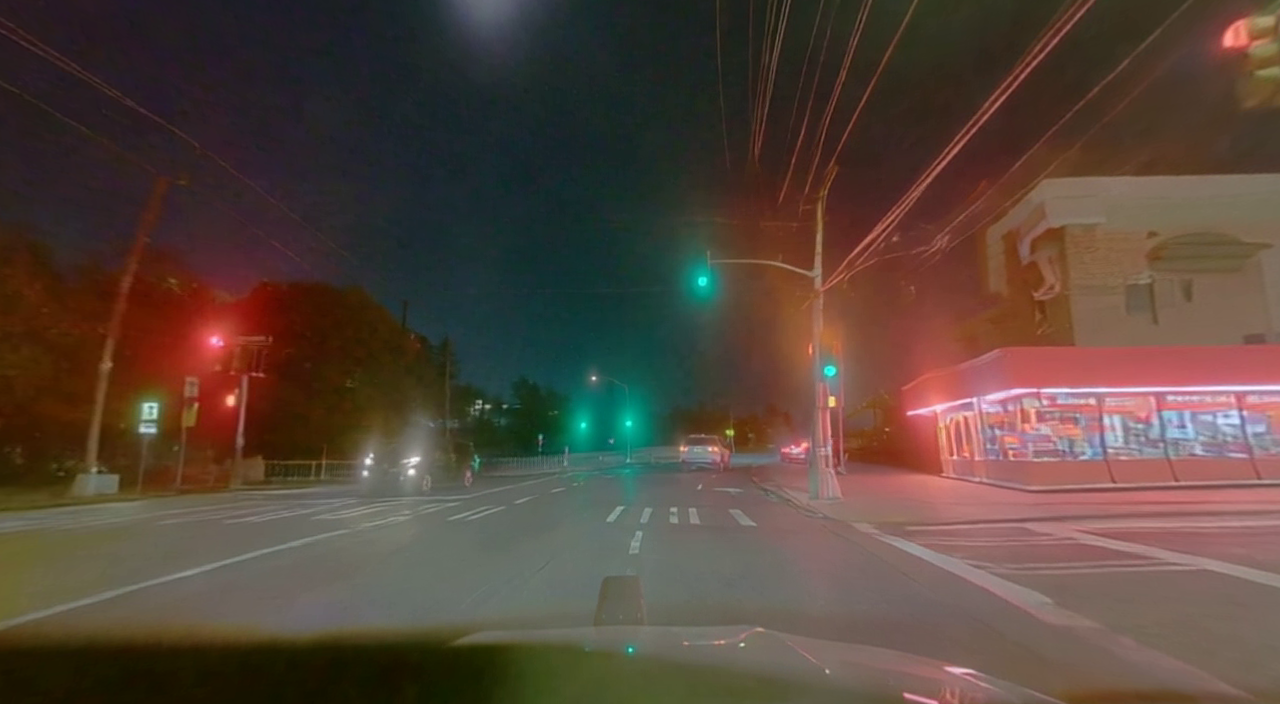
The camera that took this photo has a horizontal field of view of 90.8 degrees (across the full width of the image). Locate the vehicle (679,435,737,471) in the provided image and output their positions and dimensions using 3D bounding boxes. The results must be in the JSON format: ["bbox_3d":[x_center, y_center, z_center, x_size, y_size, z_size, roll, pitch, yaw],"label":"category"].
[{"bbox_3d":[3.626,5.231,32.819,2.101,1.721,4.364,-3,-9,18],"label":"vehicle"}]

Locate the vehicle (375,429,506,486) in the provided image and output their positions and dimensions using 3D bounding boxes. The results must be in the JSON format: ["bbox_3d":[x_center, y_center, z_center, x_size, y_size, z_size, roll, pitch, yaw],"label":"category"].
[{"bbox_3d":[-6.480,3.486,21.161,2.017,1.684,4.483,-2,-9,15],"label":"vehicle"}]
